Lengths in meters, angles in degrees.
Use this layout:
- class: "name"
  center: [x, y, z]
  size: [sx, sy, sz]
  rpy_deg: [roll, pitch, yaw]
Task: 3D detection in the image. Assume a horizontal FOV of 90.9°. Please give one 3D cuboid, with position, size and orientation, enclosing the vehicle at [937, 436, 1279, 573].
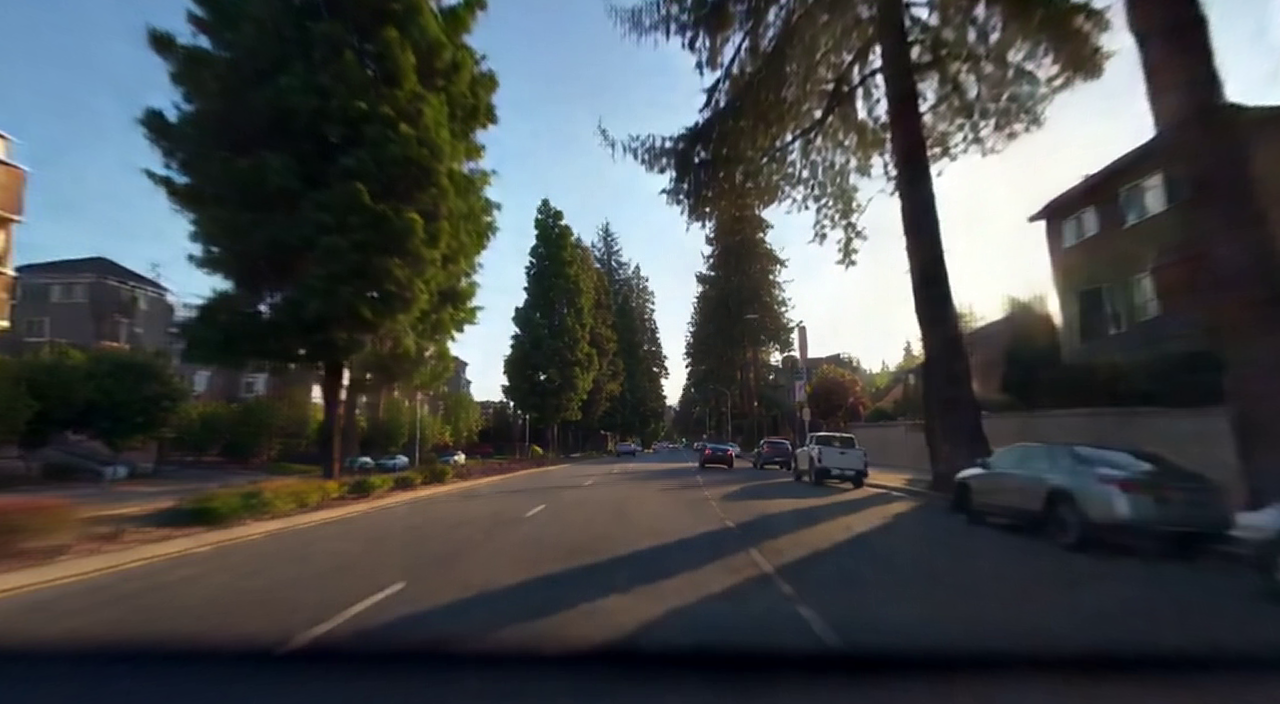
- class: "vehicle"
  center: [6.559, 2.054, 9.475]
  size: [1.943, 1.496, 4.893]
  rpy_deg: [0, -8, 2]

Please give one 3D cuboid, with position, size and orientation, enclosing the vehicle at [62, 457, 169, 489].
- class: "vehicle"
  center: [-30.626, 7.009, 36.894]
  size: [4.598, 1.661, 1.958]
  rpy_deg: [7, -11, -41]

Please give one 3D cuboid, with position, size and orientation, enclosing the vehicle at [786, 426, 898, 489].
- class: "vehicle"
  center: [7.015, 3.748, 22.705]
  size: [2.213, 1.949, 5.907]
  rpy_deg: [0, -8, 2]

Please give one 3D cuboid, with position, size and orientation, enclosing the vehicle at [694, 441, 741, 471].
- class: "vehicle"
  center: [4.146, 5.606, 34.293]
  size: [2.128, 1.502, 4.572]
  rpy_deg: [0, -8, 2]

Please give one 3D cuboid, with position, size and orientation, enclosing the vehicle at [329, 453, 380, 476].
- class: "vehicle"
  center: [-21.140, 8.335, 46.845]
  size: [1.780, 1.573, 3.881]
  rpy_deg: [-1, -8, 3]

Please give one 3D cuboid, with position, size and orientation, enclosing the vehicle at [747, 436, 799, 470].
- class: "vehicle"
  center: [7.722, 5.915, 37.036]
  size: [2.092, 1.849, 5.068]
  rpy_deg: [0, -8, 2]
